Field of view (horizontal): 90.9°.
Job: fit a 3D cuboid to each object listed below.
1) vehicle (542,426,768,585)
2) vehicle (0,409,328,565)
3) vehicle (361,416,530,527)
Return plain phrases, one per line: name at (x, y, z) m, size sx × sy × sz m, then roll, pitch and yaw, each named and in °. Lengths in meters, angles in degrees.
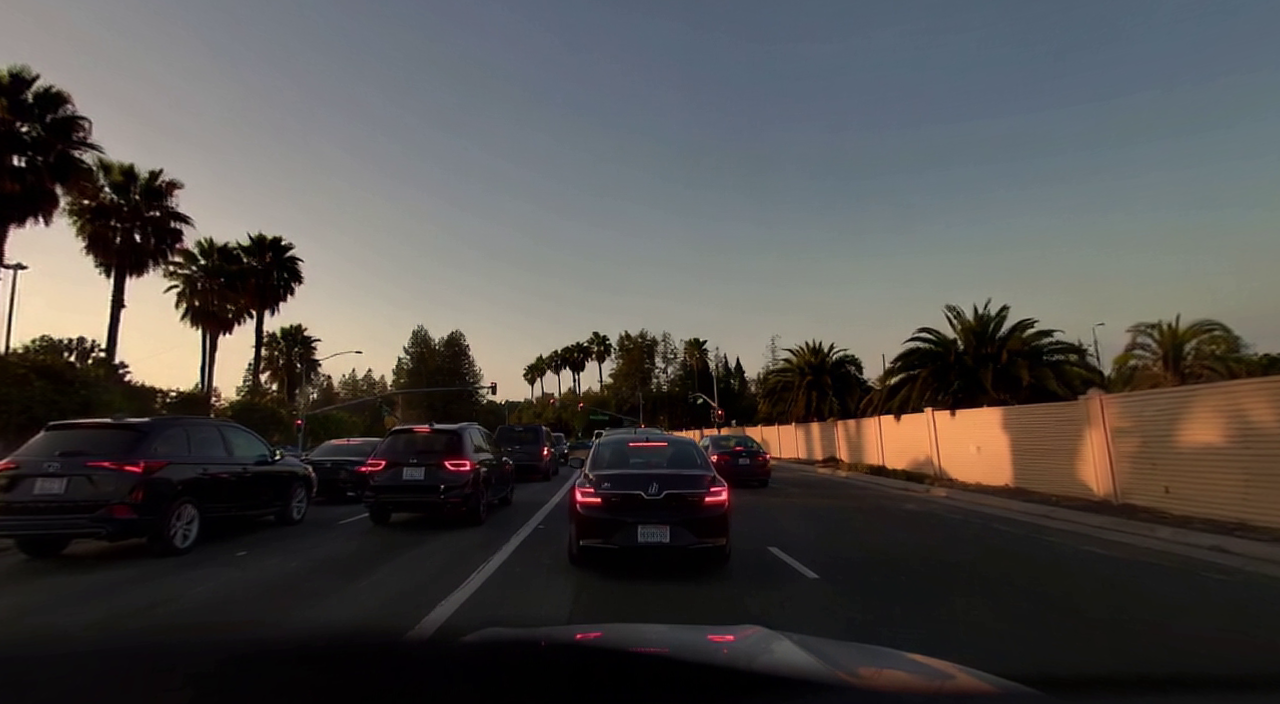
vehicle at (0.065, 1.763, 8.138) m, size 2.128 × 1.473 × 4.272 m, roll 0°, pitch -8°, yaw -2°
vehicle at (-6.688, 1.832, 9.302) m, size 1.963 × 1.721 × 4.467 m, roll 0°, pitch -8°, yaw -2°
vehicle at (-3.458, 2.209, 12.168) m, size 2.007 × 1.746 × 4.136 m, roll 0°, pitch -8°, yaw -1°
